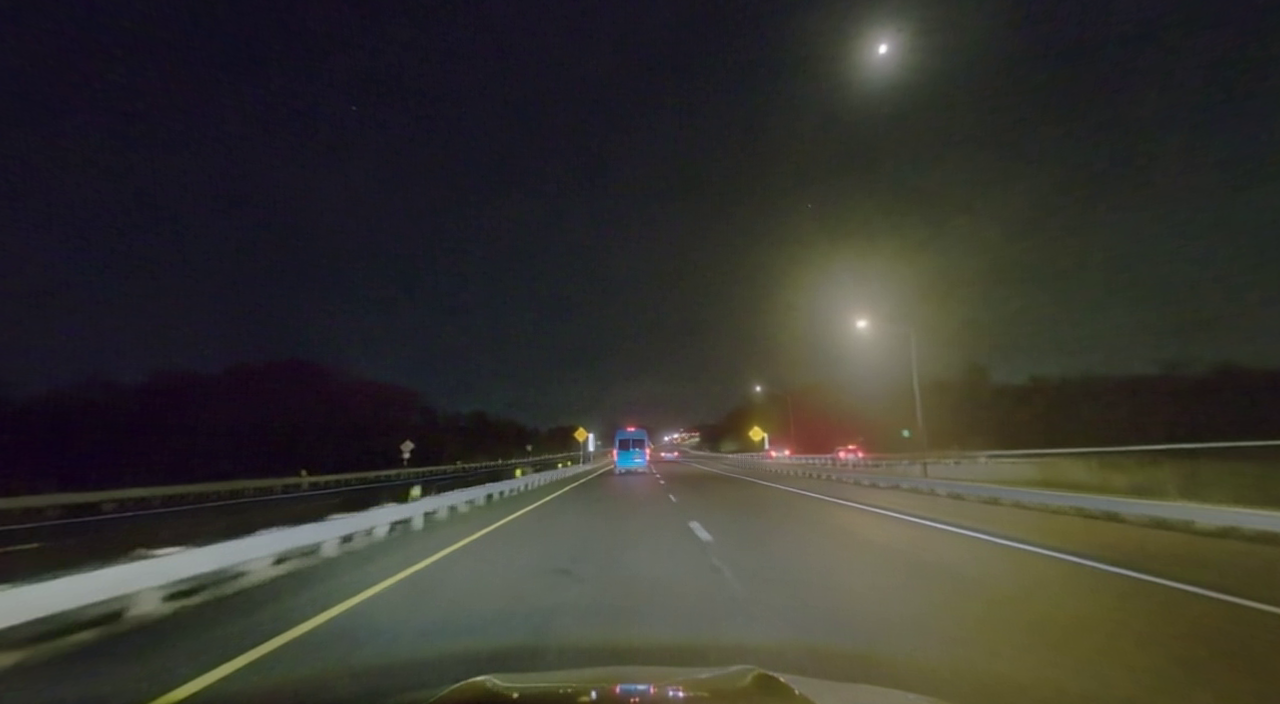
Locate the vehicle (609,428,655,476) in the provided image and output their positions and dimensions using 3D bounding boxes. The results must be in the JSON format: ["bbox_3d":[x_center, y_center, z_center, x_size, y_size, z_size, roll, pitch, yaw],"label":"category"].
[{"bbox_3d":[-0.473,5.986,37.568,2.560,2.598,5.581,0,-9,-1],"label":"vehicle"}]
